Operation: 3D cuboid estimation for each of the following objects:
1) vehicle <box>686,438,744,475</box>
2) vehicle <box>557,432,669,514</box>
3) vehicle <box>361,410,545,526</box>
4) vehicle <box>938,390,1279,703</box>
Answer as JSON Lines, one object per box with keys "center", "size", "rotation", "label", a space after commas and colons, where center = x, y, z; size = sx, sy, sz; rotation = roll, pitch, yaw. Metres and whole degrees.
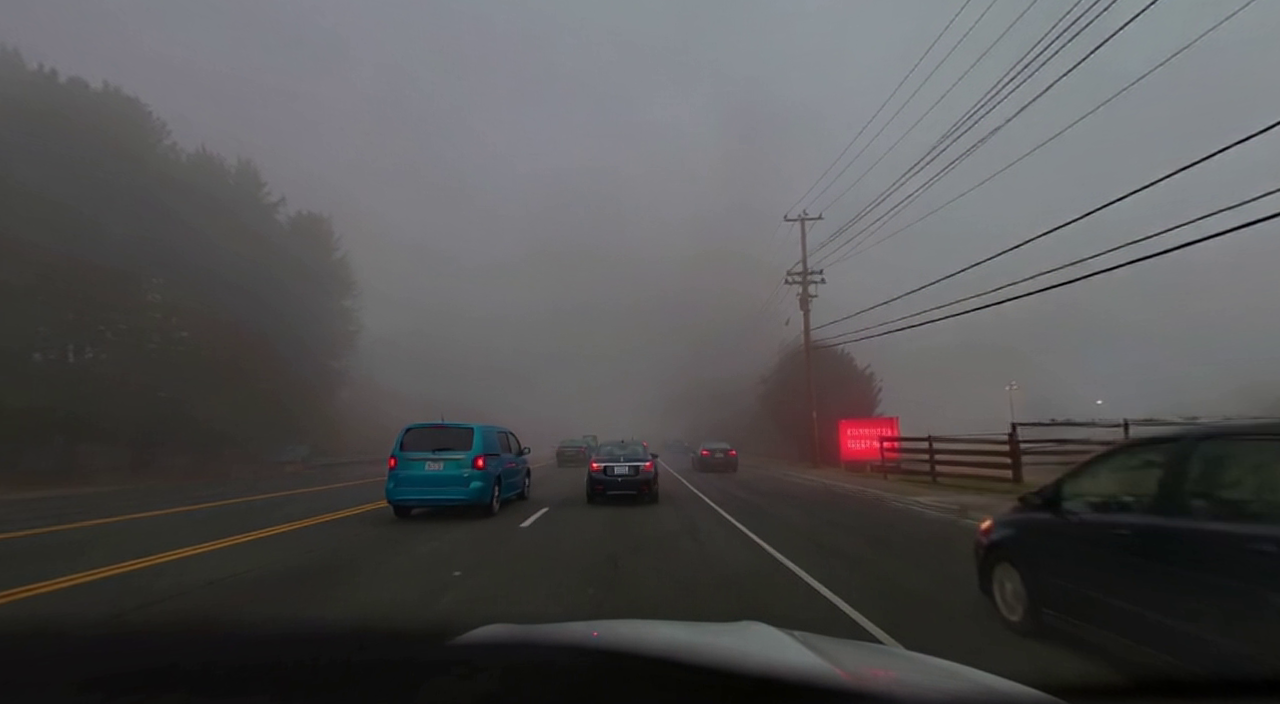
{"center": [3.203, 4.581, 27.884], "size": [1.878, 1.479, 4.461], "rotation": [0, -9, -2], "label": "vehicle"}
{"center": [-0.490, 2.552, 13.740], "size": [2.097, 1.511, 3.809], "rotation": [0, -9, 0], "label": "vehicle"}
{"center": [-3.348, 2.206, 12.503], "size": [2.092, 1.839, 4.736], "rotation": [0, -9, 1], "label": "vehicle"}
{"center": [3.223, 0.994, 2.844], "size": [1.880, 1.521, 3.724], "rotation": [0, -9, -1], "label": "vehicle"}
